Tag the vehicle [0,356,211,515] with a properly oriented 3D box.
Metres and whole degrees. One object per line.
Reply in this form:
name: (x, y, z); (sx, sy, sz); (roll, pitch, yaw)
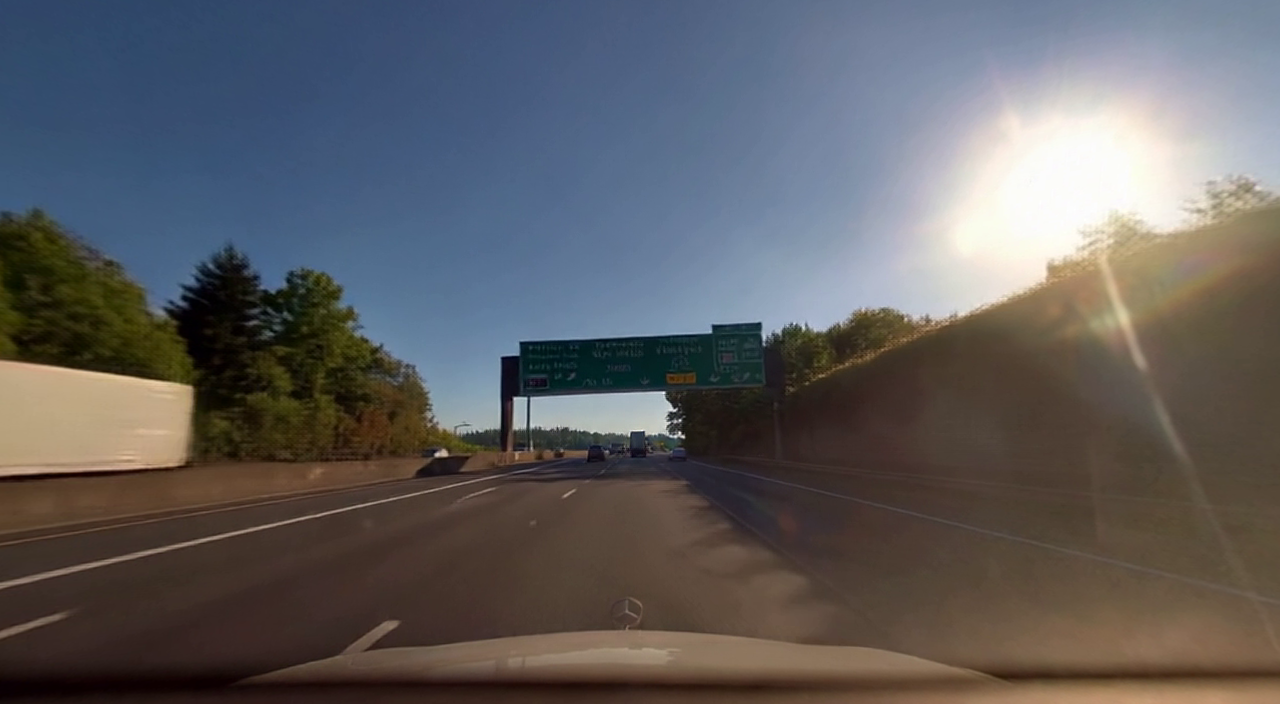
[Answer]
vehicle: (-17.748, 2.206, 16.547); (2.932, 3.996, 14.452); (0, -9, 0)
